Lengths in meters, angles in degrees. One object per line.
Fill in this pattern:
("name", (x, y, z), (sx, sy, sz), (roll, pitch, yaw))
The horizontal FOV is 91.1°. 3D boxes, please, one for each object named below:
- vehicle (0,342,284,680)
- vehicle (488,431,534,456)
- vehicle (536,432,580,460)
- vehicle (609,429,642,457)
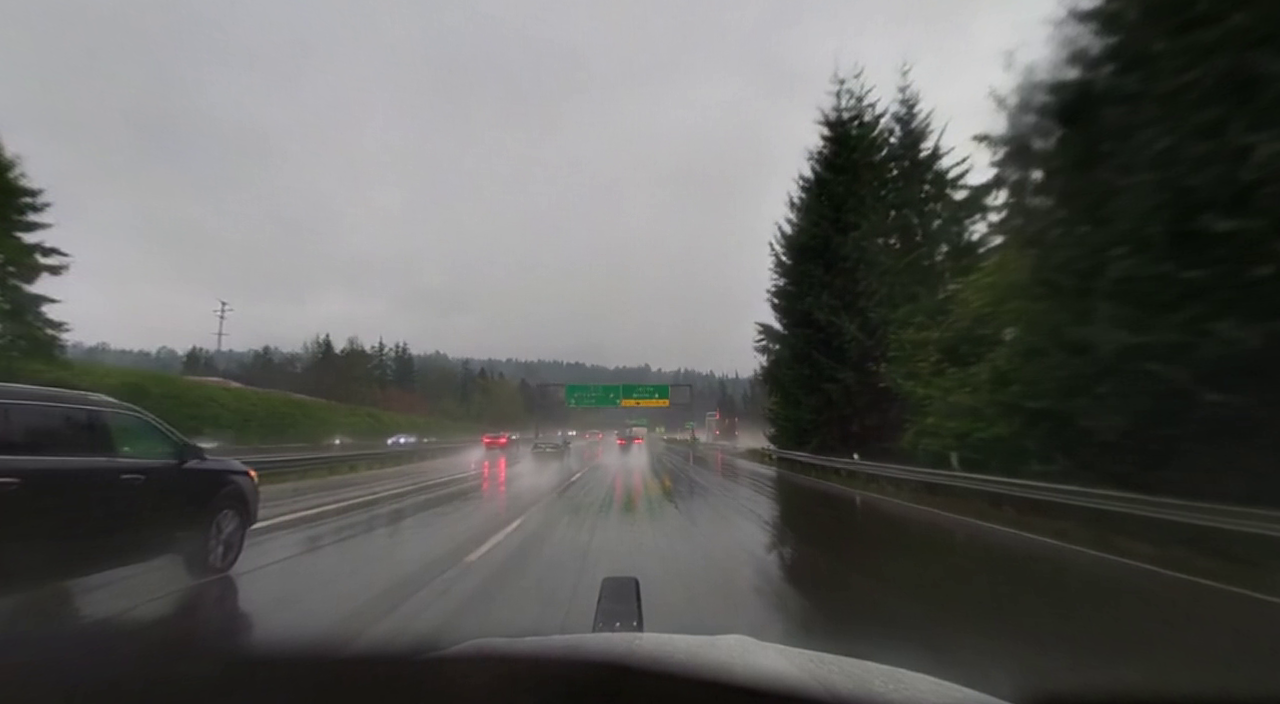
("vehicle", (-4.480, 0.939, 3.955), (1.971, 1.822, 4.366), (0, -7, -1))
("vehicle", (-8.348, 5.967, 41.056), (1.953, 1.524, 4.863), (0, -7, 0))
("vehicle", (-4.448, 5.176, 34.749), (1.909, 1.445, 4.087), (0, -7, 0))
("vehicle", (-0.880, 5.731, 39.743), (2.002, 1.611, 3.778), (0, -7, -1))
